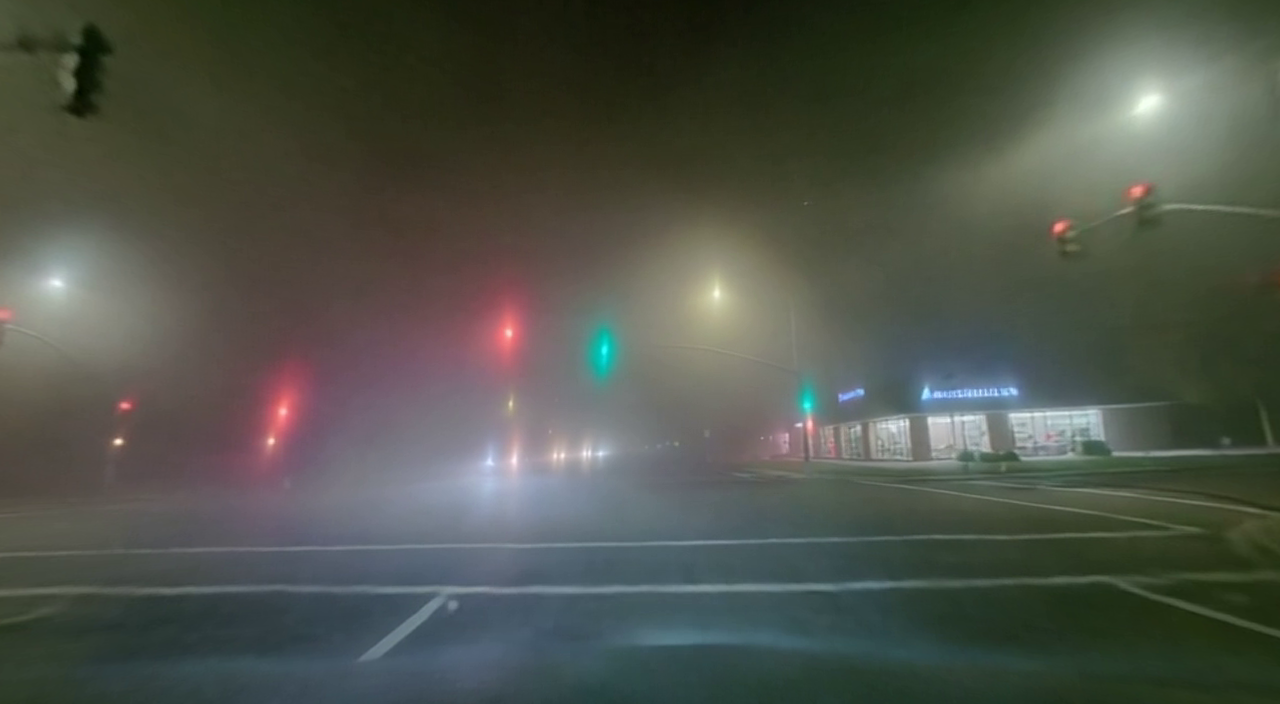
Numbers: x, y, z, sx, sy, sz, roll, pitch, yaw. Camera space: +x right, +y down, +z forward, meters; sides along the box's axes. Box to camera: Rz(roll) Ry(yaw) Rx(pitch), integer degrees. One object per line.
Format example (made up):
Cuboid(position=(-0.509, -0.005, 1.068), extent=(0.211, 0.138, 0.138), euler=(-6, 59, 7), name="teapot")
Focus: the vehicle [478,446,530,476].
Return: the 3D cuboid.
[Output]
Cuboid(position=(-7.729, 6.248, 36.243), extent=(2.011, 1.490, 4.472), euler=(-3, -10, -1), name="vehicle")
